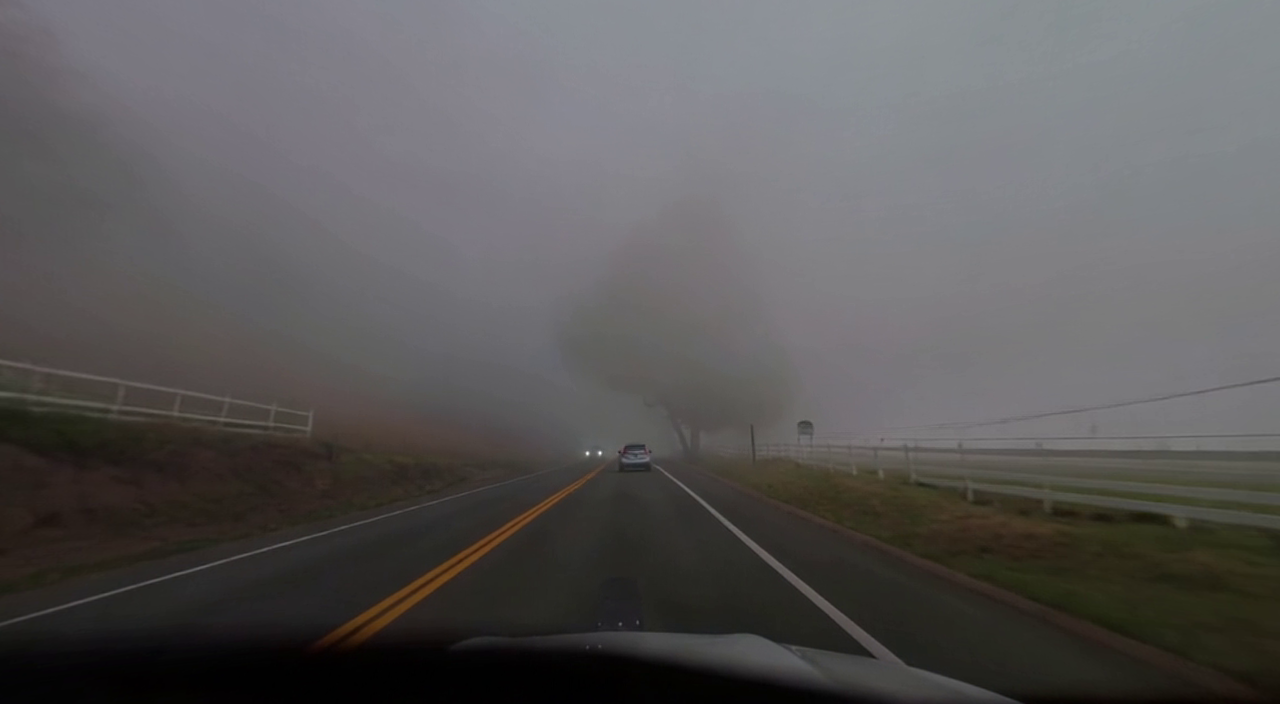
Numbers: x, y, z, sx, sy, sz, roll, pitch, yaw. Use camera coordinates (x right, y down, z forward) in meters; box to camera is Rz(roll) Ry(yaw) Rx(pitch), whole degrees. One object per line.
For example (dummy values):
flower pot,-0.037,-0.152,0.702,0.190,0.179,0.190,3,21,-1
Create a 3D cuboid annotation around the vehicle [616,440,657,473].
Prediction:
vehicle,-0.195,5.803,35.310,2.158,1.669,4.006,0,-8,-1
